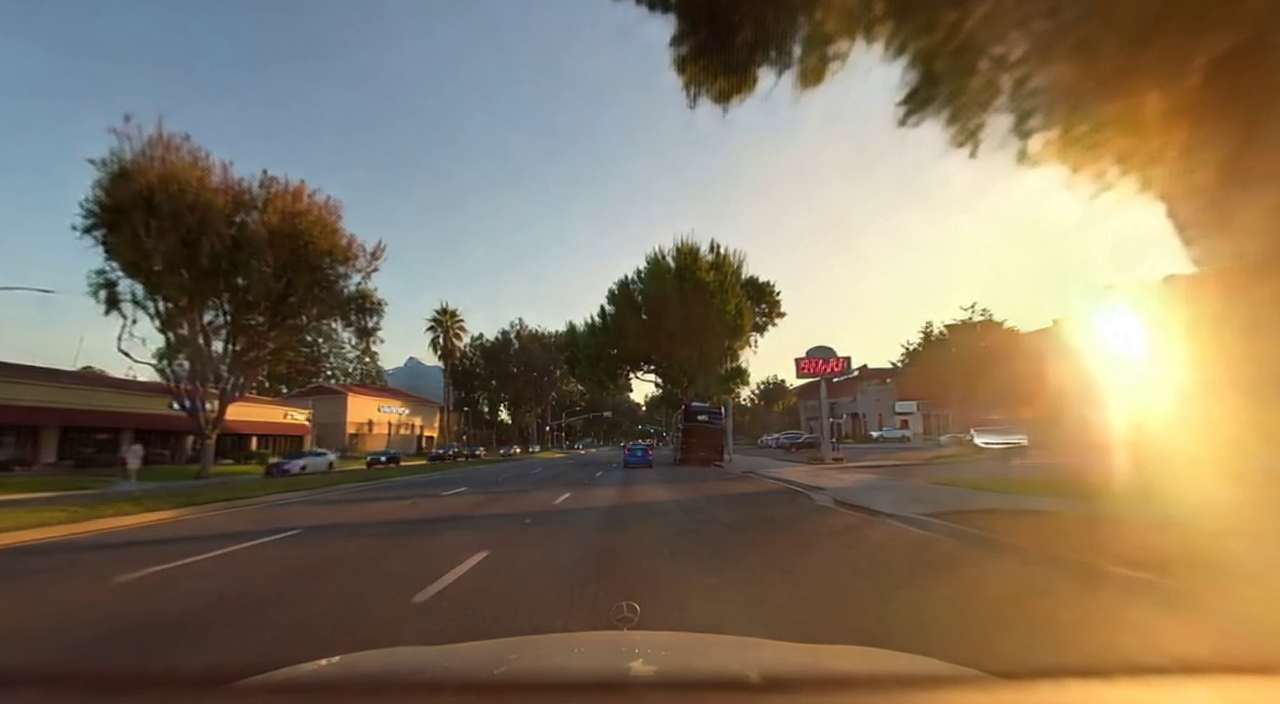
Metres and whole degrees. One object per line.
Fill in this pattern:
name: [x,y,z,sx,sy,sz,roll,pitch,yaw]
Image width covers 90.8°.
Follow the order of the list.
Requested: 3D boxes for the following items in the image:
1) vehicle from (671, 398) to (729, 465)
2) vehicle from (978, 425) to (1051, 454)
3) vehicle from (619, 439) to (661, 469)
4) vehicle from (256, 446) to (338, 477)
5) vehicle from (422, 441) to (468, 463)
vehicle: [3.768,5.358,41.682,2.896,3.921,8.415,0,-9,-1]
vehicle: [24.348,5.656,41.072,4.430,1.659,1.905,2,-8,-28]
vehicle: [-0.051,5.608,34.730,2.103,1.506,4.742,0,-9,-1]
vehicle: [-18.281,5.850,33.952,1.832,1.528,4.603,0,-9,-1]
vehicle: [-14.970,7.700,48.681,1.983,1.630,4.568,0,-9,2]
